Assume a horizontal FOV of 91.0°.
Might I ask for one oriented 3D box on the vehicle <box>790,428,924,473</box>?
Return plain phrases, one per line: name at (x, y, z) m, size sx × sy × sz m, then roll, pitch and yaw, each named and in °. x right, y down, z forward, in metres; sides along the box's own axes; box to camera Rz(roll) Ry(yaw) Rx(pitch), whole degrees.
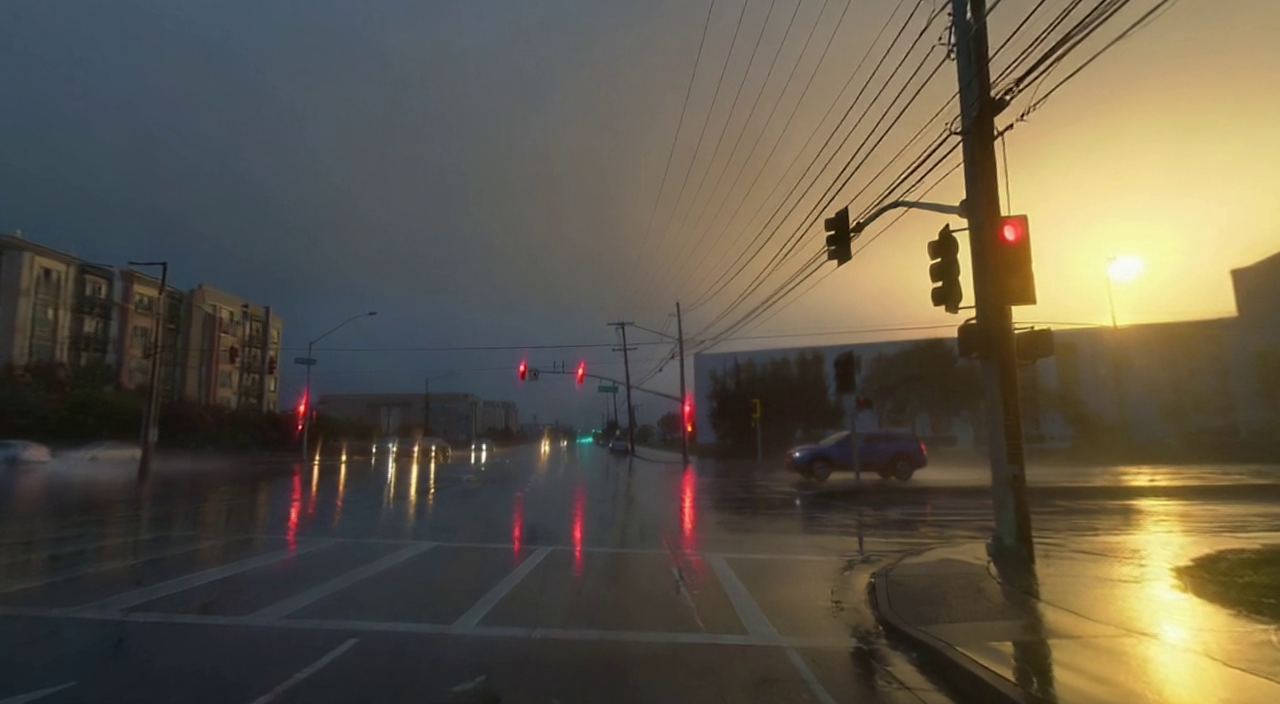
vehicle at (8.702, 4.018, 25.729) m, size 4.884 × 1.714 × 2.021 m, roll -2°, pitch -9°, yaw 12°
